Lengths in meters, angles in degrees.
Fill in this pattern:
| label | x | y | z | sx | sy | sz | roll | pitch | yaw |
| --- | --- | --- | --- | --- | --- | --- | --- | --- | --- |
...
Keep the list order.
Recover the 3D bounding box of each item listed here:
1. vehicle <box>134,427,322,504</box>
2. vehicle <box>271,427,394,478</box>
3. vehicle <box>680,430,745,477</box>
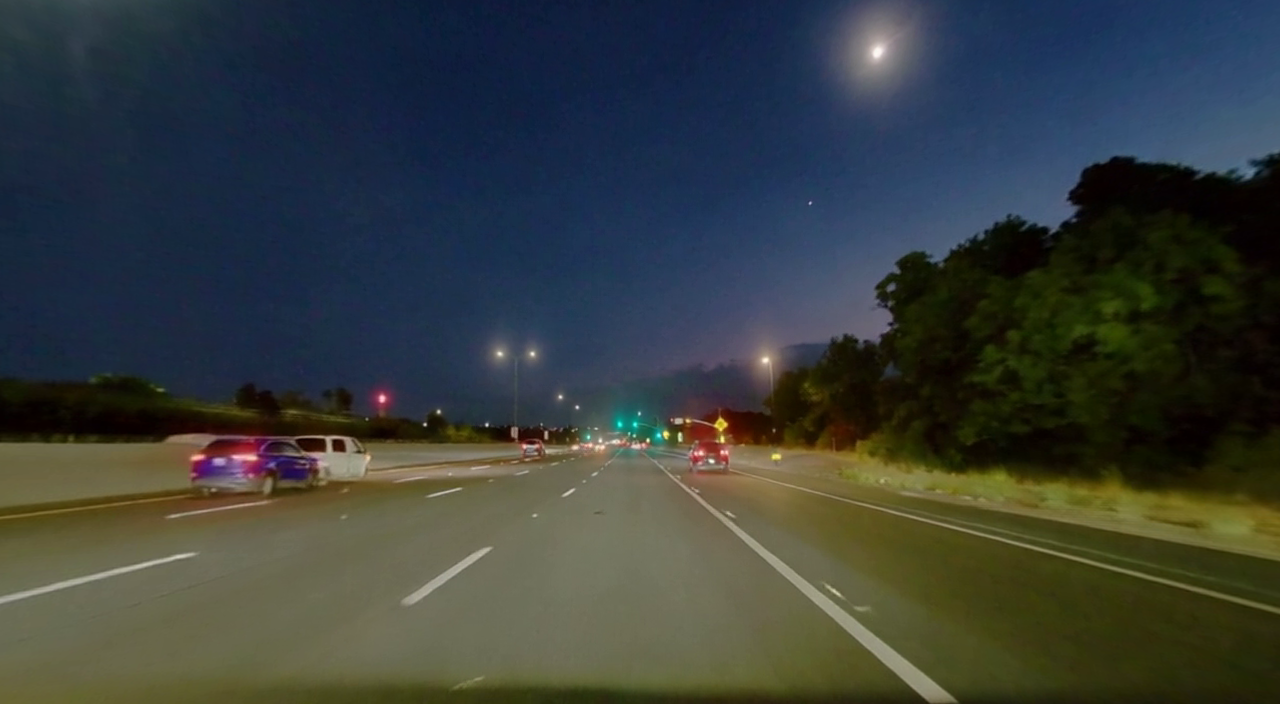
| label | x | y | z | sx | sy | sz | roll | pitch | yaw |
| --- | --- | --- | --- | --- | --- | --- | --- | --- | --- |
| vehicle | -11.291 | 3.130 | 17.814 | 2.137 | 1.873 | 4.687 | 0 | -8 | 0 |
| vehicle | -14.916 | 4.941 | 31.219 | 2.736 | 2.262 | 6.533 | 0 | -8 | 0 |
| vehicle | 3.085 | 4.445 | 27.810 | 2.184 | 1.892 | 4.763 | 0 | -8 | -2 |
